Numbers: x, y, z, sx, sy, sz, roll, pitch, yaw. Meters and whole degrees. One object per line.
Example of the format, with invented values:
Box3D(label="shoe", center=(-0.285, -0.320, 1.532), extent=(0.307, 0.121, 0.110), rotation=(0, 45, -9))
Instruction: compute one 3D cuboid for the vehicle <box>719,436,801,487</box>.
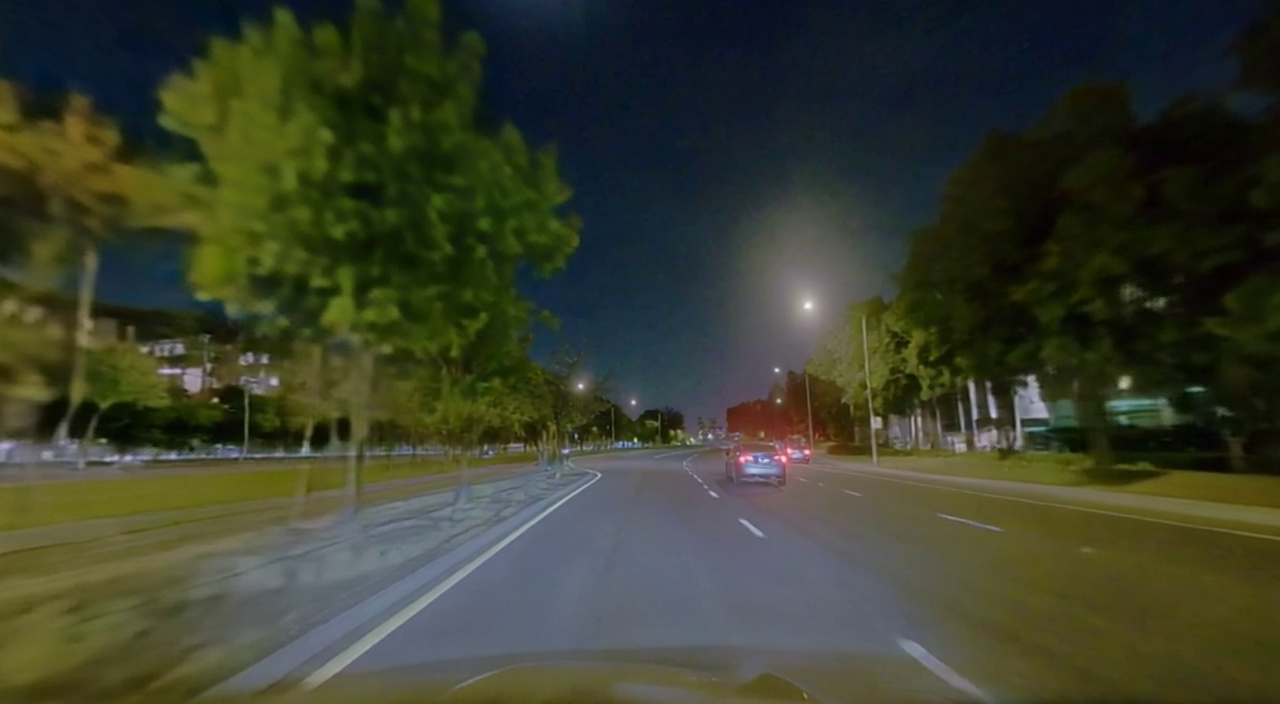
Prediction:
Box3D(label="vehicle", center=(3.870, 3.612, 21.165), extent=(1.928, 1.481, 4.453), rotation=(0, -8, 0))
